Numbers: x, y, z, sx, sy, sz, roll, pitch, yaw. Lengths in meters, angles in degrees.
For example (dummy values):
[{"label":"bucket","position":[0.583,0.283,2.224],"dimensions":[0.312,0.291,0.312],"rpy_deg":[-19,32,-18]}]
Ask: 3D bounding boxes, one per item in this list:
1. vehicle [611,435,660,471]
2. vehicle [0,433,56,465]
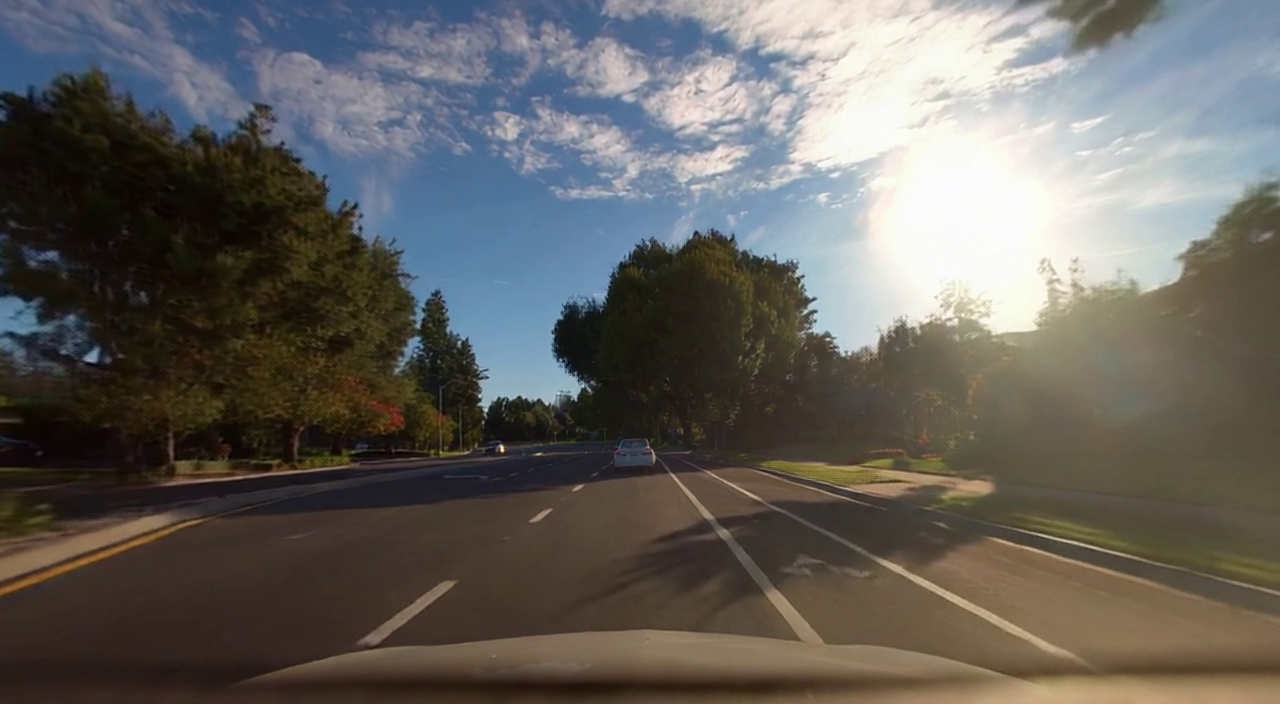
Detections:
[{"label":"vehicle","position":[-0.175,4.499,28.180],"dimensions":[2.009,1.456,4.003],"rpy_deg":[0,-8,1]},{"label":"vehicle","position":[-35.292,5.414,35.247],"dimensions":[3.451,1.541,1.784],"rpy_deg":[3,-8,6]}]
